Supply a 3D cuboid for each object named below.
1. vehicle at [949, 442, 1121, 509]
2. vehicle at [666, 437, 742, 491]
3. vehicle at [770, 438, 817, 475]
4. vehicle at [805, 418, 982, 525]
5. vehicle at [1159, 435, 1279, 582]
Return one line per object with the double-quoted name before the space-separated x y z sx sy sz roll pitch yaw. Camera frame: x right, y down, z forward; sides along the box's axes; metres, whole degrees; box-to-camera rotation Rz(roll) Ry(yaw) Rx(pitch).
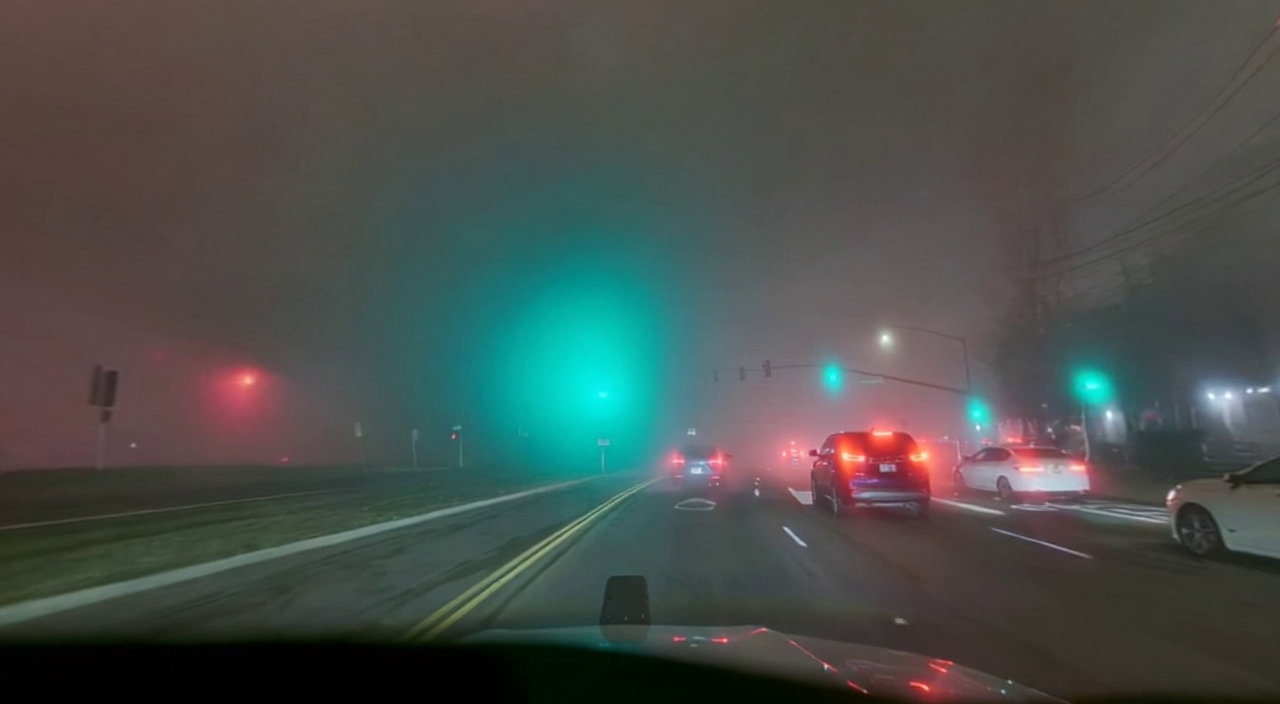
"vehicle" 9.970 3.111 16.437 1.882 1.463 4.543 -1 -8 6
"vehicle" 2.187 3.577 20.529 2.168 1.527 4.174 -1 -9 10
"vehicle" 7.248 4.953 30.116 1.896 1.612 4.203 -1 -9 10
"vehicle" 4.966 2.399 13.257 2.119 1.810 4.848 -1 -8 6
"vehicle" 7.379 1.465 5.576 1.866 1.471 4.478 0 -8 2
